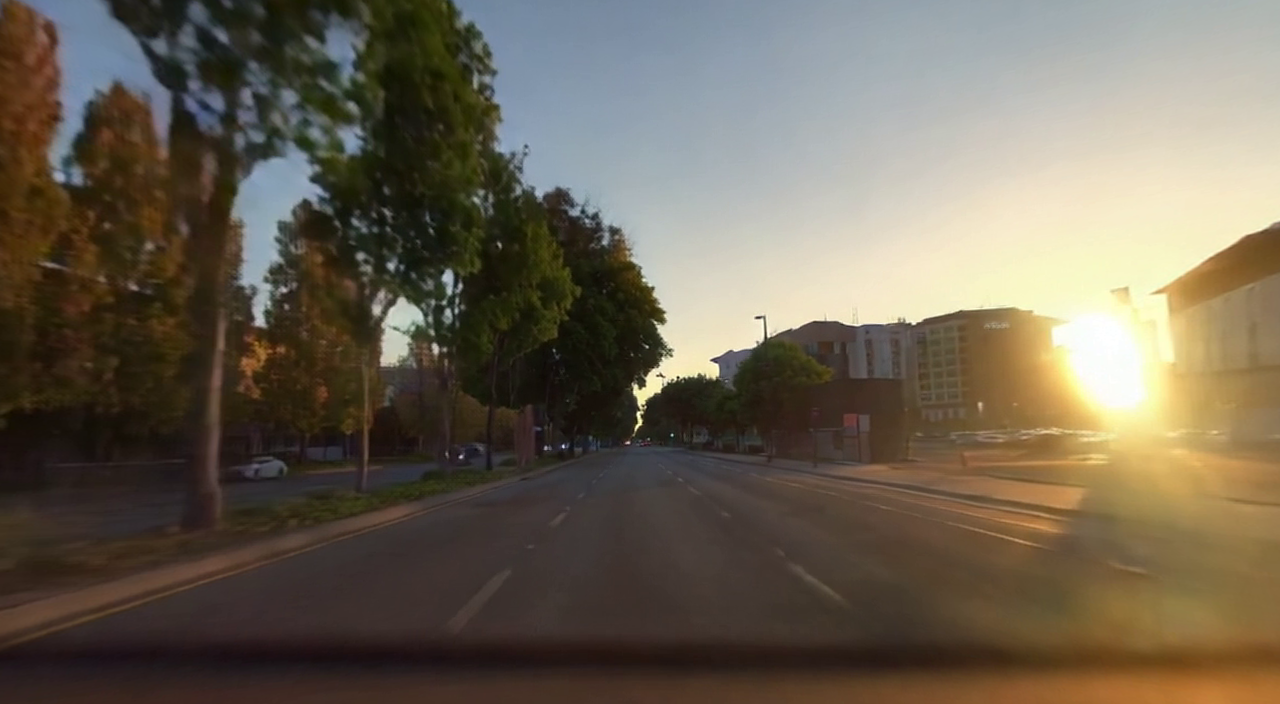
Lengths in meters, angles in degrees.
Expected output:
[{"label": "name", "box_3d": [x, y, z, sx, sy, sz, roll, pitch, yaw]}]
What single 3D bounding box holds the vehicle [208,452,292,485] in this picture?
[{"label": "vehicle", "box_3d": [-22.271, 6.656, 36.325, 1.990, 1.650, 4.617, -1, -8, -1]}]
